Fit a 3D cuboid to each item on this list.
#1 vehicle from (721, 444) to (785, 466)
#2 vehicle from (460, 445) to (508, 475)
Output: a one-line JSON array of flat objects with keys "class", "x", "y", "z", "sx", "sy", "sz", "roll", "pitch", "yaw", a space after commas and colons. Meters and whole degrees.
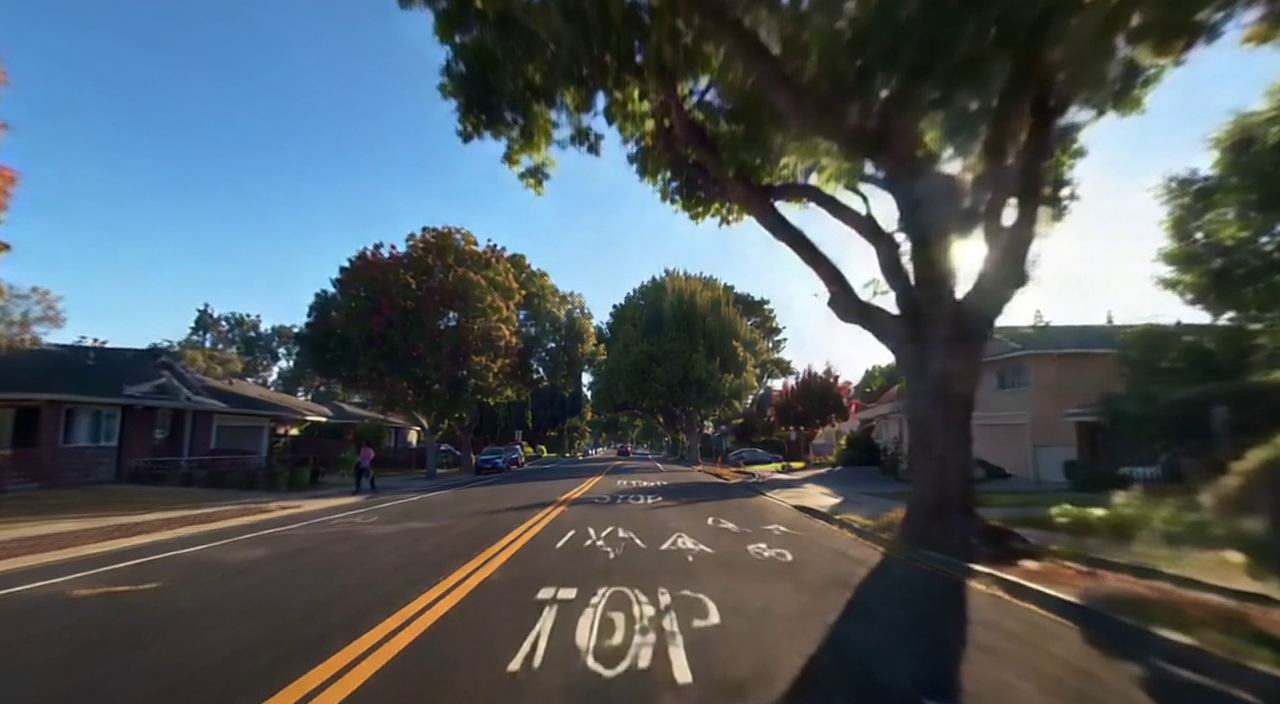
[{"class": "vehicle", "x": 8.110, "y": 7.438, "z": 45.539, "sx": 4.438, "sy": 1.466, "sz": 1.943, "roll": -1, "pitch": -8, "yaw": 8}, {"class": "vehicle", "x": -9.362, "y": 6.519, "z": 38.076, "sx": 1.998, "sy": 1.684, "sz": 4.180, "roll": 1, "pitch": -9, "yaw": -3}]
